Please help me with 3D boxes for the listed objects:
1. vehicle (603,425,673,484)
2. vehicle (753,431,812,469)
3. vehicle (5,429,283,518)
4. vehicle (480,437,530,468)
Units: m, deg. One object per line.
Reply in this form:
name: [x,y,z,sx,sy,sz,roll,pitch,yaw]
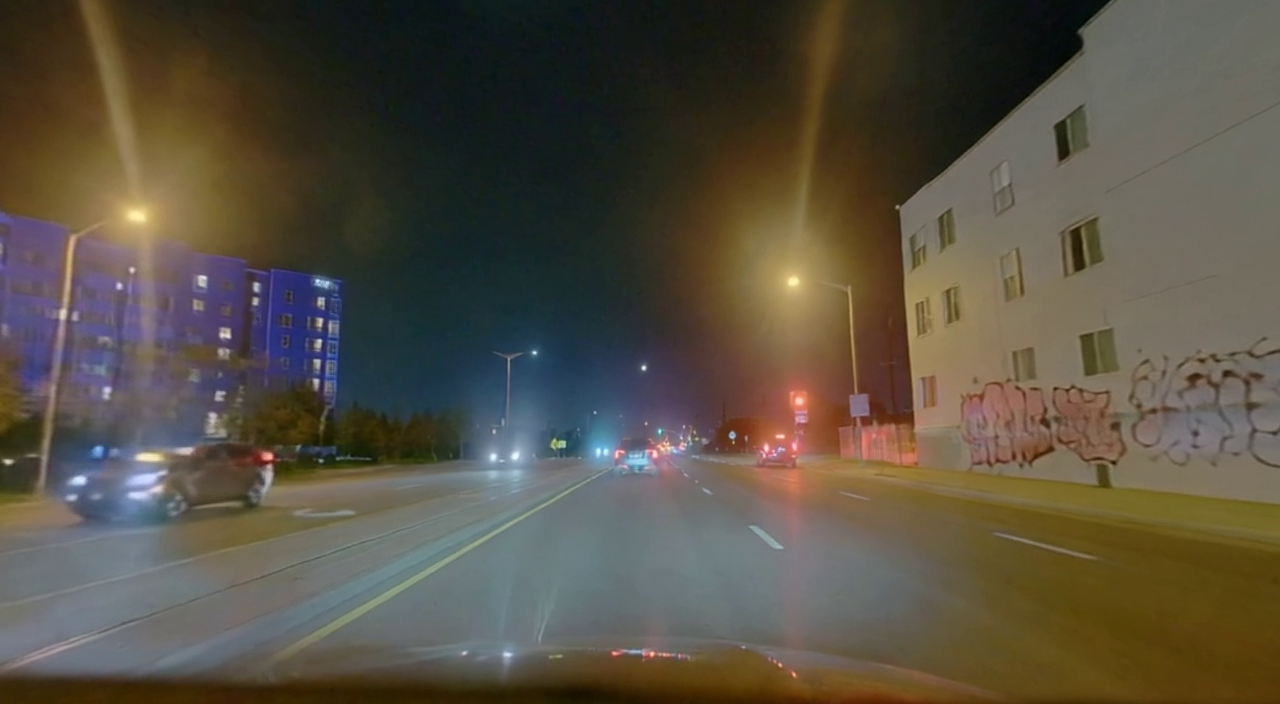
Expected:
vehicle: [-0.005,3.527,22.023,2.160,1.786,4.702,-1,-8,1]
vehicle: [7.002,4.850,31.493,1.952,1.749,4.311,0,-8,0]
vehicle: [-13.101,3.206,17.450,2.544,2.014,5.821,-1,-8,6]
vehicle: [-8.389,6.272,39.538,1.979,1.794,4.264,-1,-8,3]
